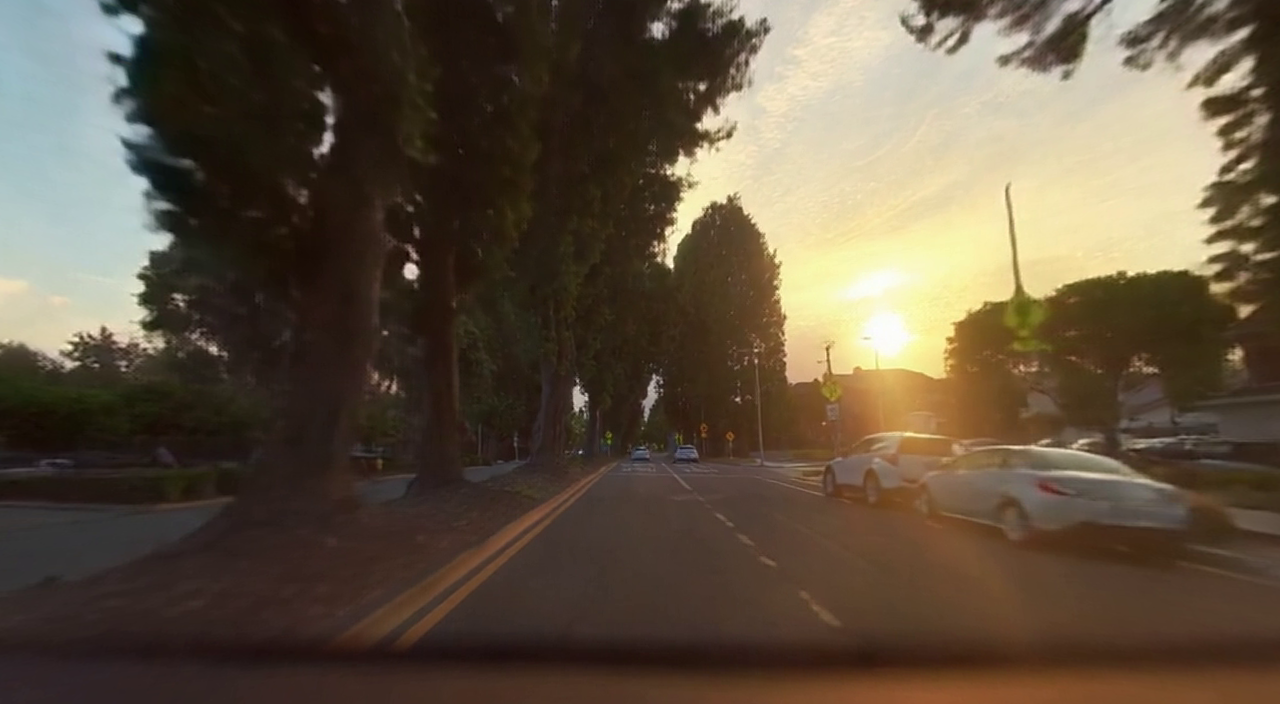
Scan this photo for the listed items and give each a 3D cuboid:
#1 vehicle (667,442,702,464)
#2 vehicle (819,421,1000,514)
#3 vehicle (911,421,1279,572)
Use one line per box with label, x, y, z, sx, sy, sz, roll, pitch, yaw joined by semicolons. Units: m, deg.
vehicle;3.221;7.419;46.422;2.142;1.501;4.273;0;-8;-1
vehicle;6.492;2.848;16.115;2.081;1.967;5.211;0;-8;-3
vehicle;6.501;2.072;10.017;2.040;1.710;5.200;1;-8;-1
